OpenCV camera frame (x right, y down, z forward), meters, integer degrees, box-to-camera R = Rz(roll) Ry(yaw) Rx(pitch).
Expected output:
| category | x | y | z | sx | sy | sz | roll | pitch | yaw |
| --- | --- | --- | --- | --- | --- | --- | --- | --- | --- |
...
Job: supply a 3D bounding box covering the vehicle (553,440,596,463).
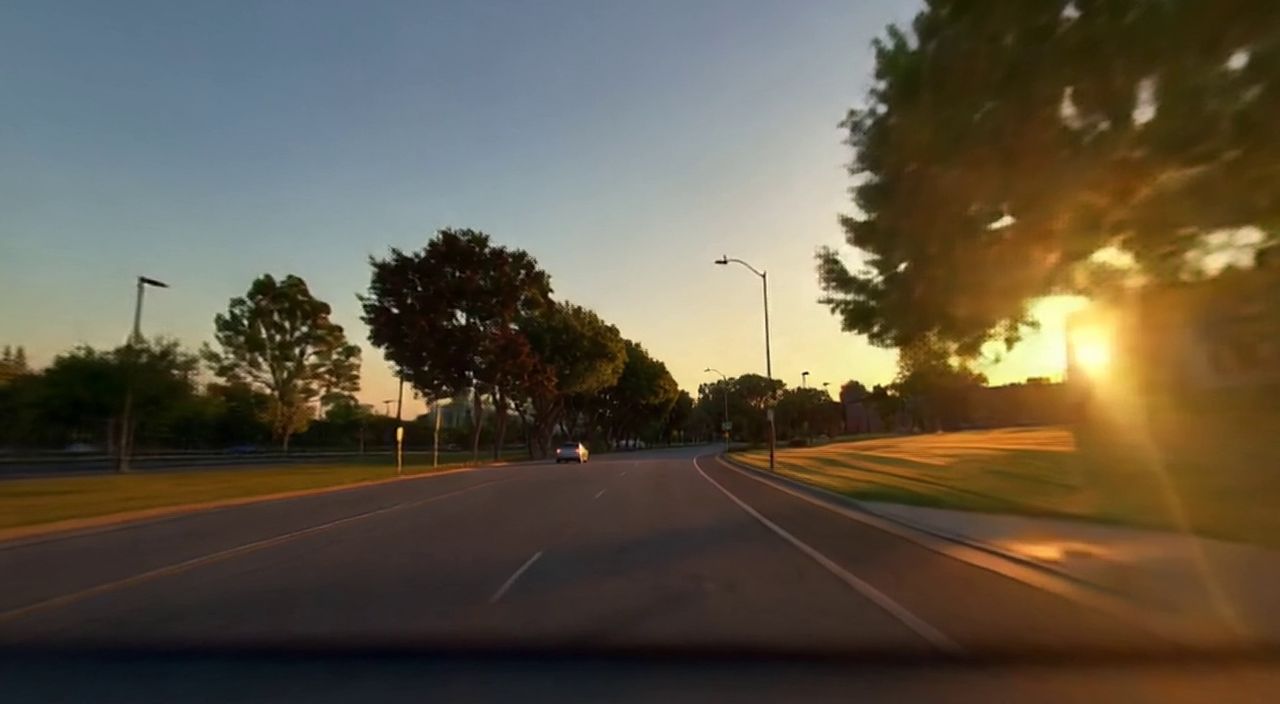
| category | x | y | z | sx | sy | sz | roll | pitch | yaw |
| --- | --- | --- | --- | --- | --- | --- | --- | --- | --- |
| vehicle | -4.327 | 6.659 | 42.463 | 1.945 | 1.461 | 4.605 | -1 | -8 | 6 |
